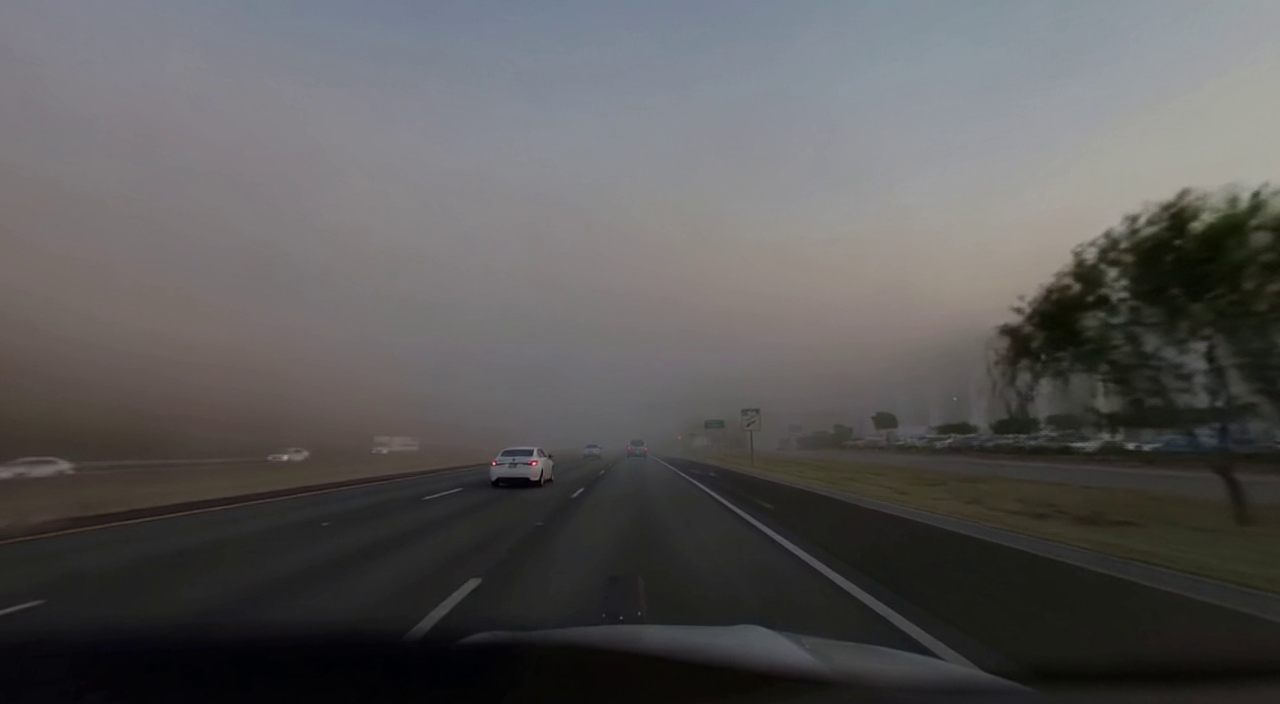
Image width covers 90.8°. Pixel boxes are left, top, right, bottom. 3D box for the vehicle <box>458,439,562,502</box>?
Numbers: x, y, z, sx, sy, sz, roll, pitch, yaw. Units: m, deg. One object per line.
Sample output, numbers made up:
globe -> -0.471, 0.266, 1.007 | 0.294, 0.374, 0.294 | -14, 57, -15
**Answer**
vehicle -> -3.342, 3.126, 17.056 | 1.920, 1.463, 4.134 | 0, -9, 0
